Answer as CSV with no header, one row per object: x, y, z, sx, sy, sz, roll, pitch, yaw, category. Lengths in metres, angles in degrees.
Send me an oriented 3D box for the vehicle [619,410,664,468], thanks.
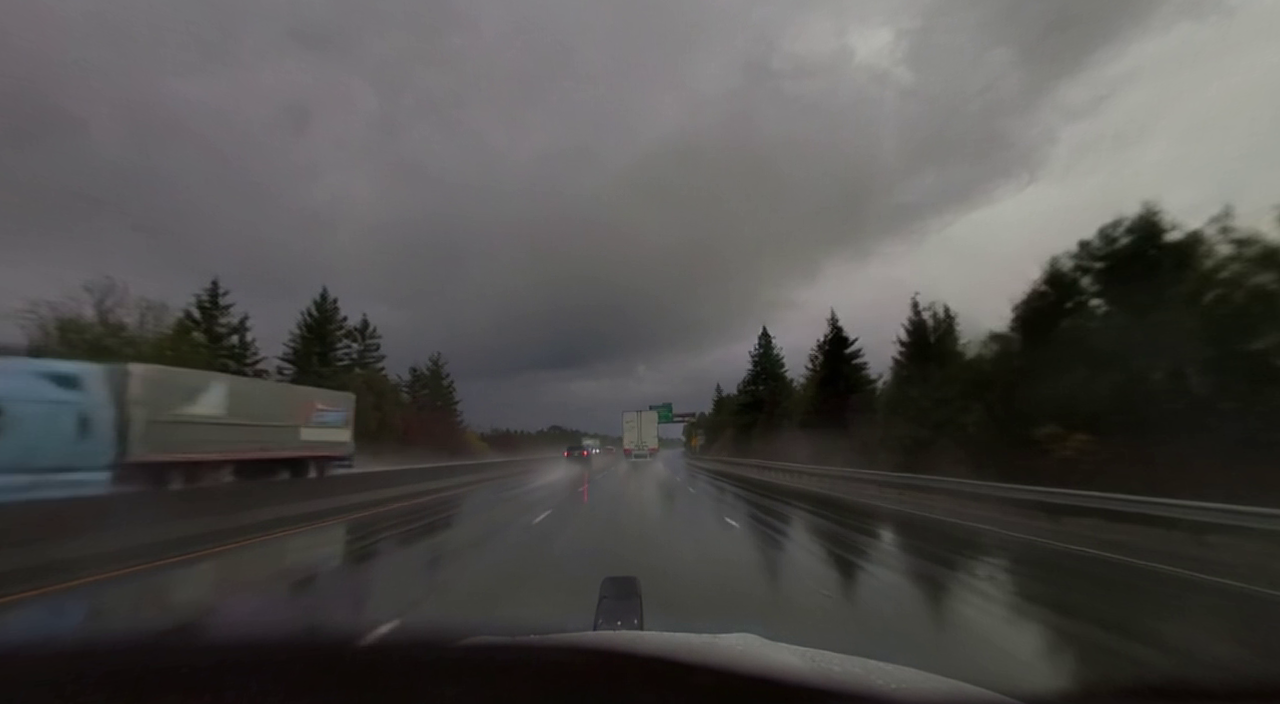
-0.004,6.933,49.429,3.100,4.091,10.664,0,-9,-1,vehicle

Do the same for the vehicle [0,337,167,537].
-14.874,1.984,14.313,2.966,4.134,6.321,0,-9,-1,vehicle

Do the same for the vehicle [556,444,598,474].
-3.700,6.346,37.429,2.112,1.645,4.129,0,-9,-1,vehicle
